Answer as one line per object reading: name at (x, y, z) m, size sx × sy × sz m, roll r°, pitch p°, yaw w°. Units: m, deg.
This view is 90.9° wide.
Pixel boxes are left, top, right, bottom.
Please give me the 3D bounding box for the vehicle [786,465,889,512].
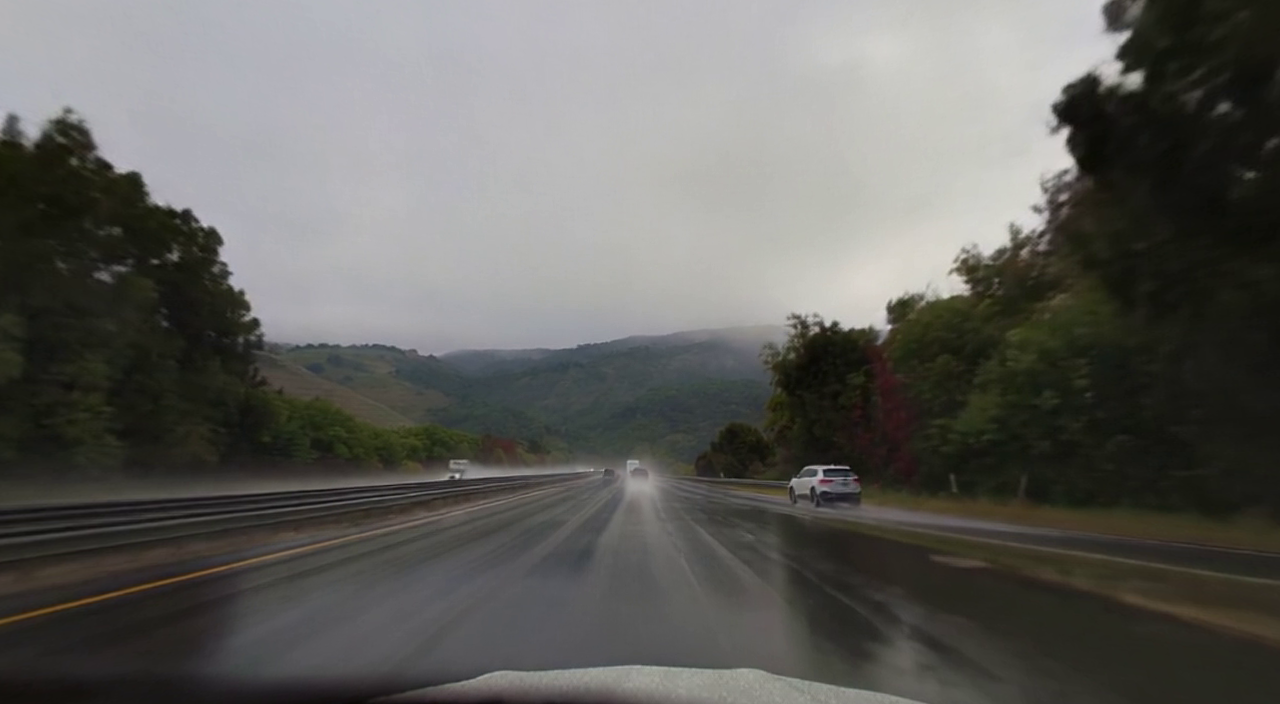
vehicle at (8.131, 5.681, 26.497) m, size 2.089 × 1.770 × 4.571 m, roll 3°, pitch -11°, yaw -11°
